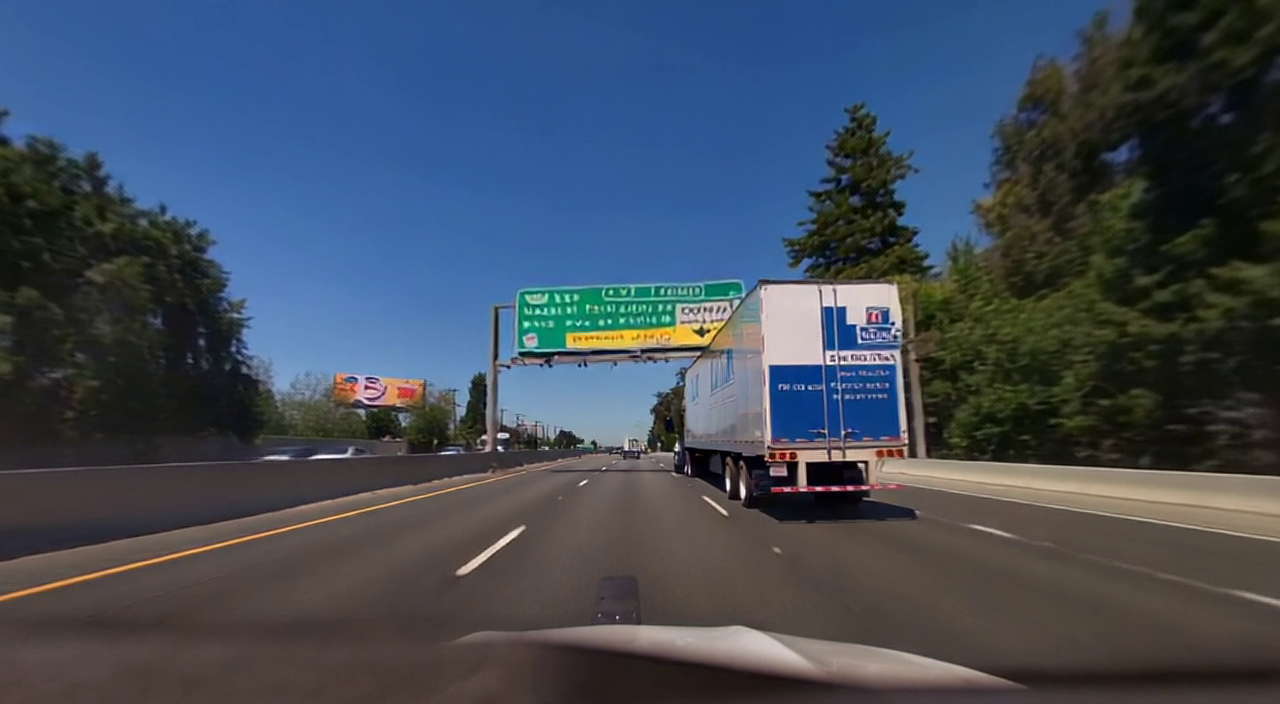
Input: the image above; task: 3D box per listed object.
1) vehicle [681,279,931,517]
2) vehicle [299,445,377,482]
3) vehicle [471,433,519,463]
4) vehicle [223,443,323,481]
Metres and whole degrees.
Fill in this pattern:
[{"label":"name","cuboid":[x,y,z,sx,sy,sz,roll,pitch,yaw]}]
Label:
[{"label":"vehicle","cuboid":[3.576,2.073,20.154,2.891,4.387,17.121,0,-9,-2]},{"label":"vehicle","cuboid":[-11.564,4.260,24.389,1.438,1.326,3.184,0,-9,0]},{"label":"vehicle","cuboid":[-11.314,7.529,49.651,2.416,2.253,5.336,0,-9,1]},{"label":"vehicle","cuboid":[-14.670,4.393,25.486,1.864,1.435,3.584,0,-9,-1]}]
